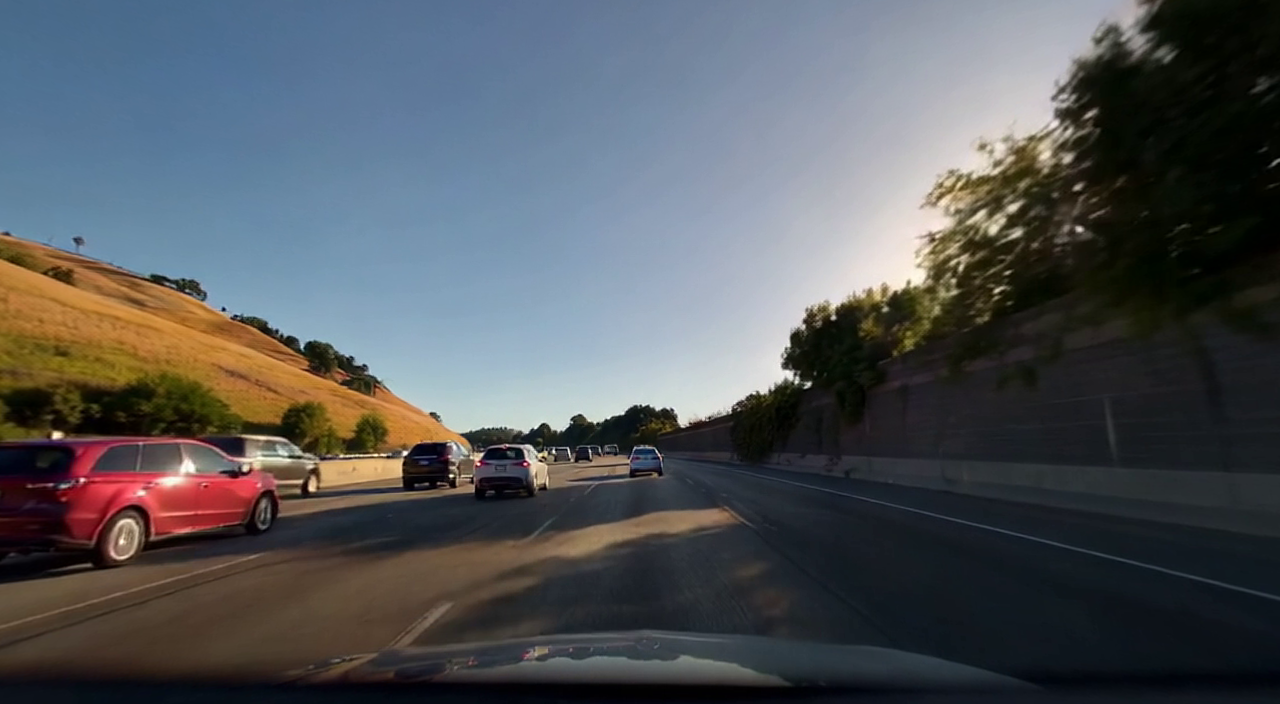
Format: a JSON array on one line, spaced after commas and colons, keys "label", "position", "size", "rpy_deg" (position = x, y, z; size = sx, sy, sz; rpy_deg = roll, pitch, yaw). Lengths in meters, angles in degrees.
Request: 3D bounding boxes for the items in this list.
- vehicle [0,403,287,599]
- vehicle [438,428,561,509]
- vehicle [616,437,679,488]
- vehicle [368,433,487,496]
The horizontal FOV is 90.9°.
[{"label": "vehicle", "position": [-7.017, 1.719, 8.064], "size": [2.215, 1.797, 4.666], "rpy_deg": [0, -9, 1]}, {"label": "vehicle", "position": [-3.448, 2.966, 16.513], "size": [2.093, 1.820, 4.506], "rpy_deg": [0, -9, 1]}, {"label": "vehicle", "position": [0.252, 4.279, 24.795], "size": [2.233, 1.804, 4.273], "rpy_deg": [0, -9, 0]}, {"label": "vehicle", "position": [-6.988, 3.747, 21.488], "size": [2.108, 1.856, 5.214], "rpy_deg": [0, -9, 1]}]
